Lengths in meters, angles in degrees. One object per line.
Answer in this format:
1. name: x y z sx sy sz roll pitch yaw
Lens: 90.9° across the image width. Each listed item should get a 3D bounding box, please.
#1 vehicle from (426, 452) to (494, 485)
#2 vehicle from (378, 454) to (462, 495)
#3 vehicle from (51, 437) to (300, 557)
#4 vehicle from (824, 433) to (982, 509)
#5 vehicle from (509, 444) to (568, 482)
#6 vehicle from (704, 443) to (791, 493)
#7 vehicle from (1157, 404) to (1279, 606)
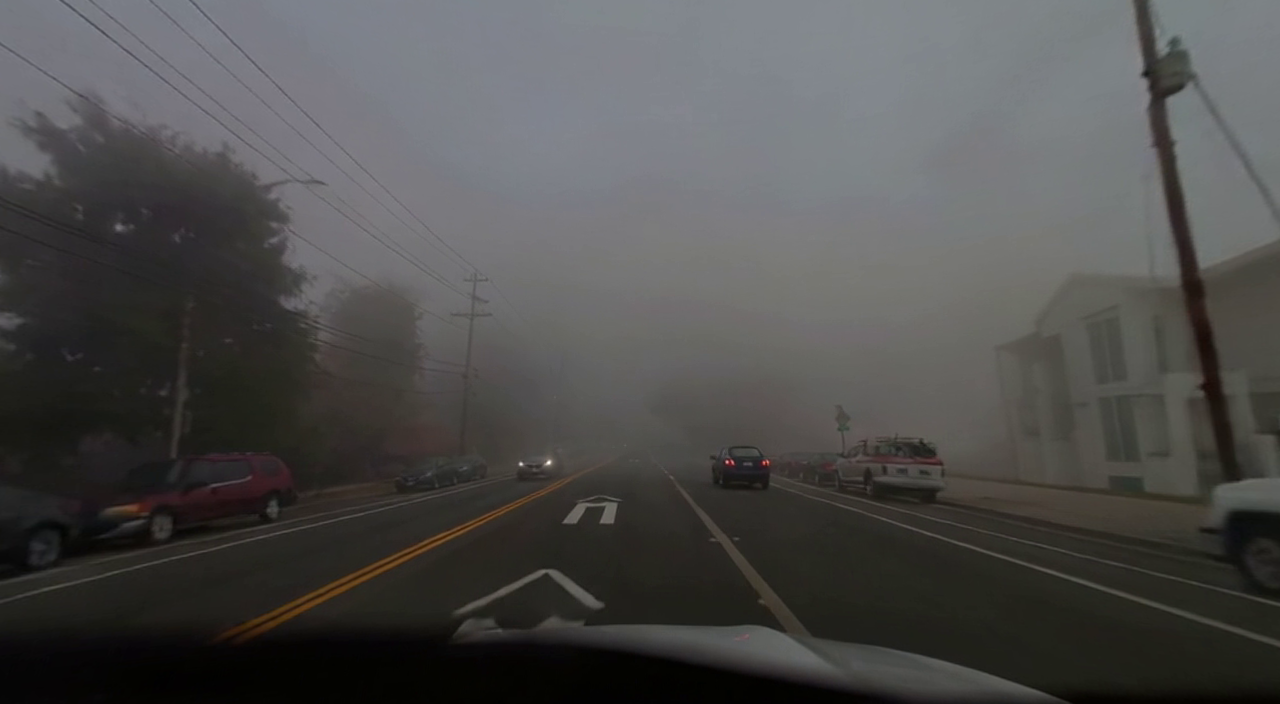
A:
1. vehicle: -9.179 5.969 32.592 2.117 1.474 4.740 -1 -8 0
2. vehicle: -9.355 5.220 27.214 1.944 1.524 4.404 -1 -8 1
3. vehicle: -9.480 2.916 13.503 1.981 1.975 4.534 -3 -8 -2
4. vehicle: 7.725 3.555 19.473 2.250 1.935 6.052 0 -8 0
5. vehicle: -4.661 5.163 29.666 2.010 1.588 4.186 -1 -8 1
6. vehicle: 3.550 3.933 21.804 2.059 1.489 4.629 0 -9 -1
7. vehicle: 7.643 1.313 4.881 2.380 2.030 5.861 -1 -9 1
